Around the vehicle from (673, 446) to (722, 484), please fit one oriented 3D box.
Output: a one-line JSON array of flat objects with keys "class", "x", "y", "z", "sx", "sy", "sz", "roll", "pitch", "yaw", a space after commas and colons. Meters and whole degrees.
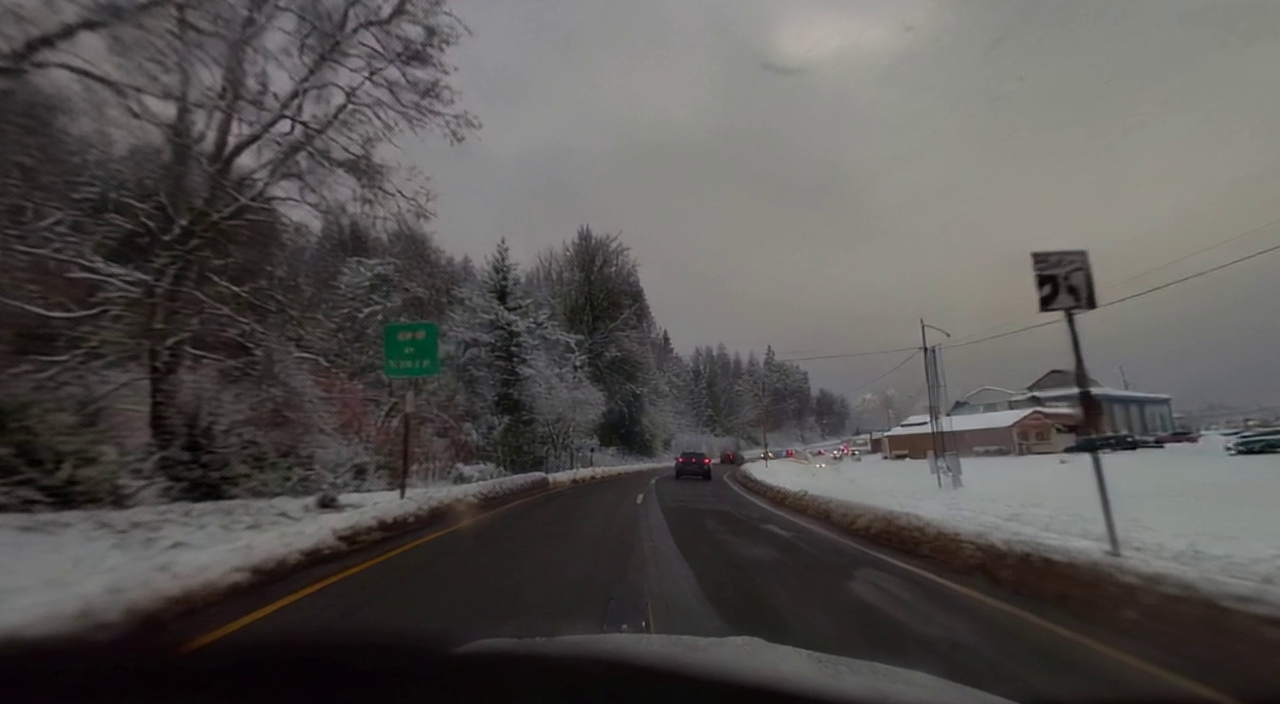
[{"class": "vehicle", "x": 2.489, "y": 4.935, "z": 27.918, "sx": 1.956, "sy": 1.473, "sz": 4.640, "roll": 0, "pitch": -8, "yaw": 4}]
